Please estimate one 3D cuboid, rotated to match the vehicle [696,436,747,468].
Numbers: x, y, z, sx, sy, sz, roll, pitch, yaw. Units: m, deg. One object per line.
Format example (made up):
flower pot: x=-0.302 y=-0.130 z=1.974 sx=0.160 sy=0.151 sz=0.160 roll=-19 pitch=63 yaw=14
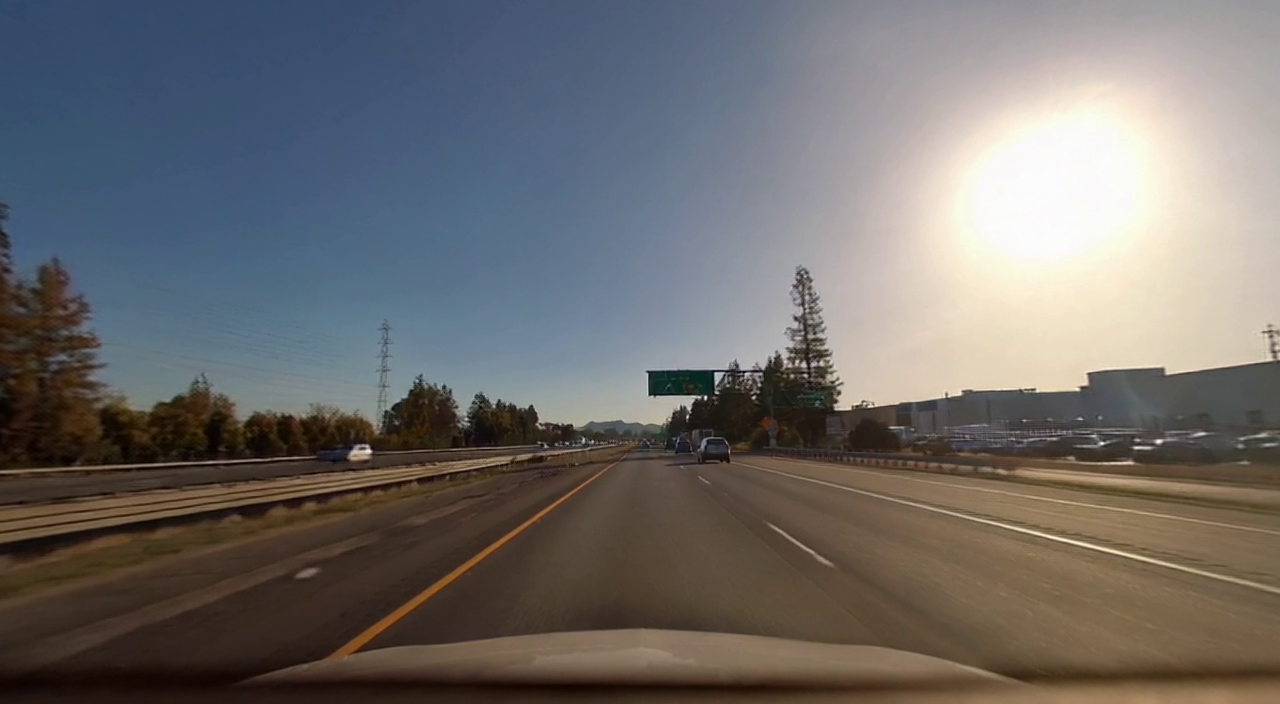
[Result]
vehicle: x=4.101 y=5.107 z=32.356 sx=2.062 sy=1.518 sz=4.026 roll=0 pitch=-8 yaw=-1
